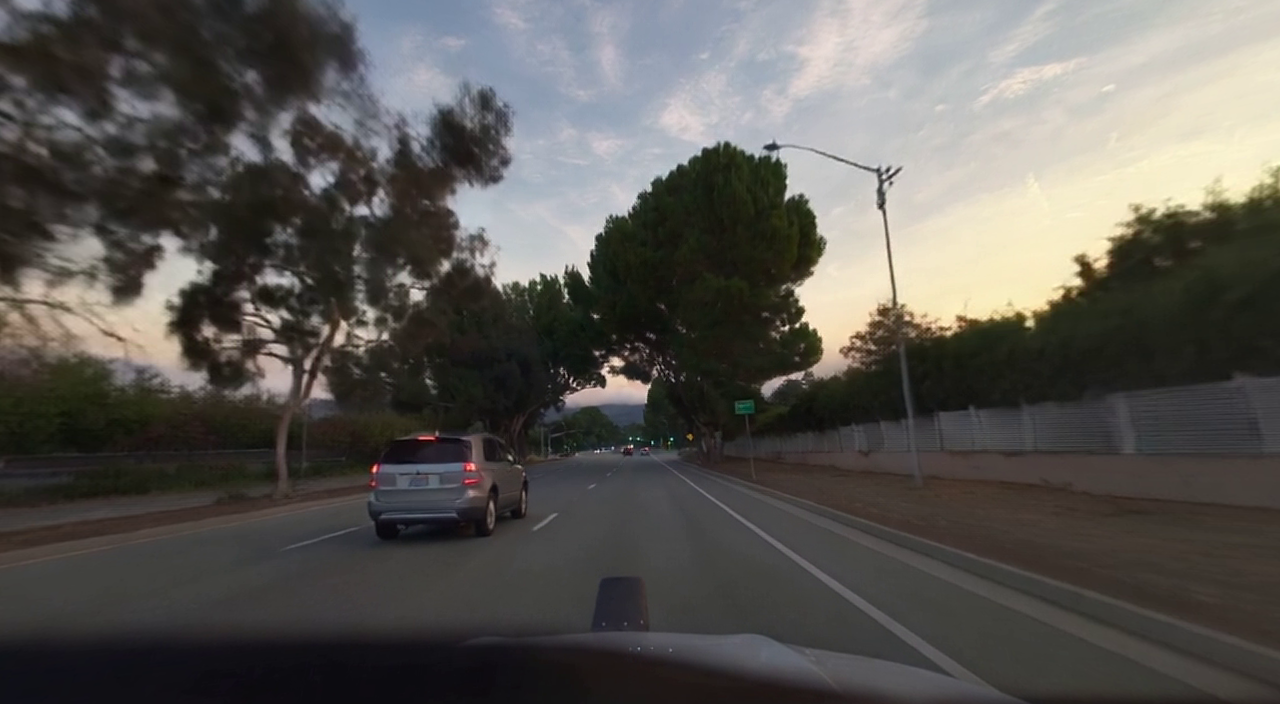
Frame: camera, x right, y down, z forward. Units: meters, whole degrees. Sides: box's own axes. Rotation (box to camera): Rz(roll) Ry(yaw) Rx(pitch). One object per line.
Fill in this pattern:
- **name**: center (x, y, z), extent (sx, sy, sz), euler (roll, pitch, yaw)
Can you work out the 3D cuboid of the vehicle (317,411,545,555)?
- **vehicle**: center (-3.092, 2.058, 10.651), extent (2.160, 1.855, 4.695), euler (0, -8, 1)
